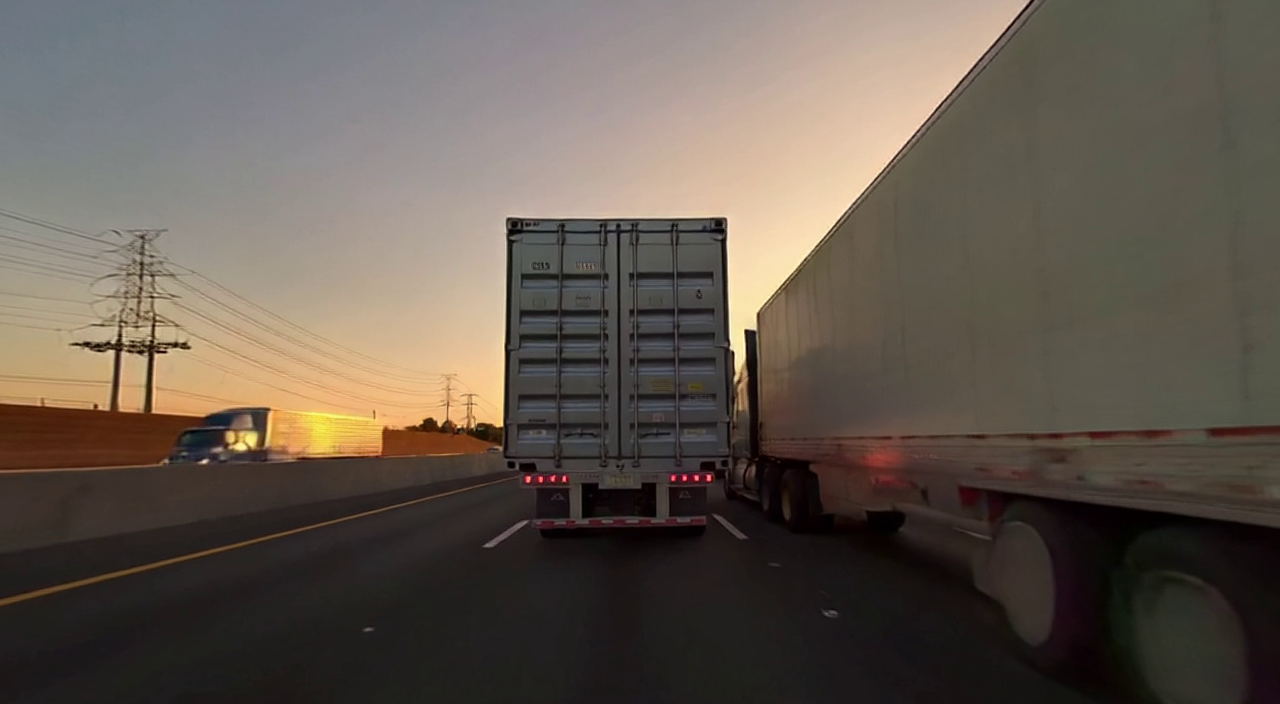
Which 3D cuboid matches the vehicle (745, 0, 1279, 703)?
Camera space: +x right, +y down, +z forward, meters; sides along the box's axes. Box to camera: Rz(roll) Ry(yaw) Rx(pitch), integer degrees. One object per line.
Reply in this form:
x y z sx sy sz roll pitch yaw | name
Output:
3.640 0.278 6.433 2.797 4.023 13.066 0 -8 0 | vehicle

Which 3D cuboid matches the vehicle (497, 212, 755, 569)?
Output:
-0.100 1.249 13.211 2.841 4.071 12.046 -1 -8 1 | vehicle

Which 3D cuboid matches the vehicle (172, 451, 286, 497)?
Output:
-13.592 4.022 21.154 1.543 1.373 3.317 -1 -9 0 | vehicle

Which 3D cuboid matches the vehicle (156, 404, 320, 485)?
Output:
-20.388 4.813 32.962 3.024 3.645 8.371 0 -9 0 | vehicle
